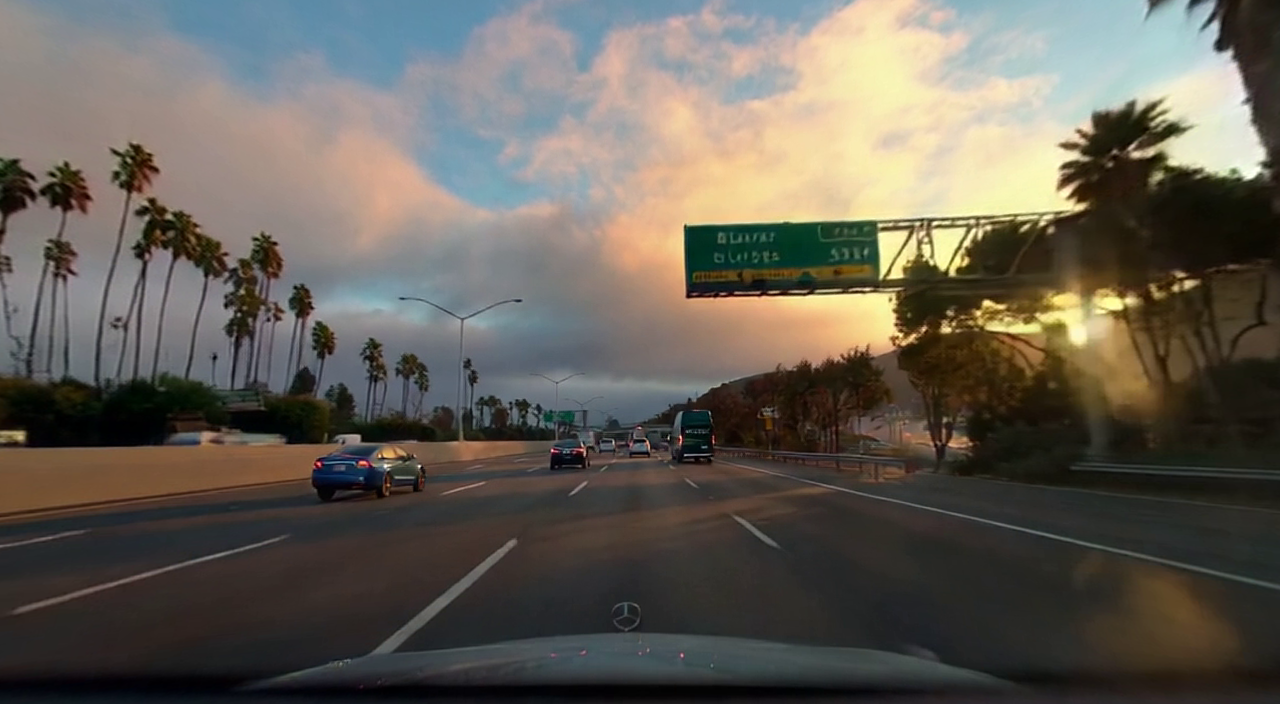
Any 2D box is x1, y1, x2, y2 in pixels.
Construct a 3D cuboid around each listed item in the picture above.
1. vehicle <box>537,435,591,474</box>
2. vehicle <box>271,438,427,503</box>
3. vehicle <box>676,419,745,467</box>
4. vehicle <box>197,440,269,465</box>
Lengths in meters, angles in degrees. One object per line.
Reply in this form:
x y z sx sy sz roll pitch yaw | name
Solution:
-3.506 4.832 29.879 2.017 1.683 4.094 0 -9 0 | vehicle
-7.498 3.087 16.823 2.050 1.487 4.372 0 -9 0 | vehicle
4.256 6.098 41.898 2.891 2.596 15.534 0 -9 0 | vehicle
-31.346 7.727 48.709 2.342 1.798 4.902 0 -9 -1 | vehicle
